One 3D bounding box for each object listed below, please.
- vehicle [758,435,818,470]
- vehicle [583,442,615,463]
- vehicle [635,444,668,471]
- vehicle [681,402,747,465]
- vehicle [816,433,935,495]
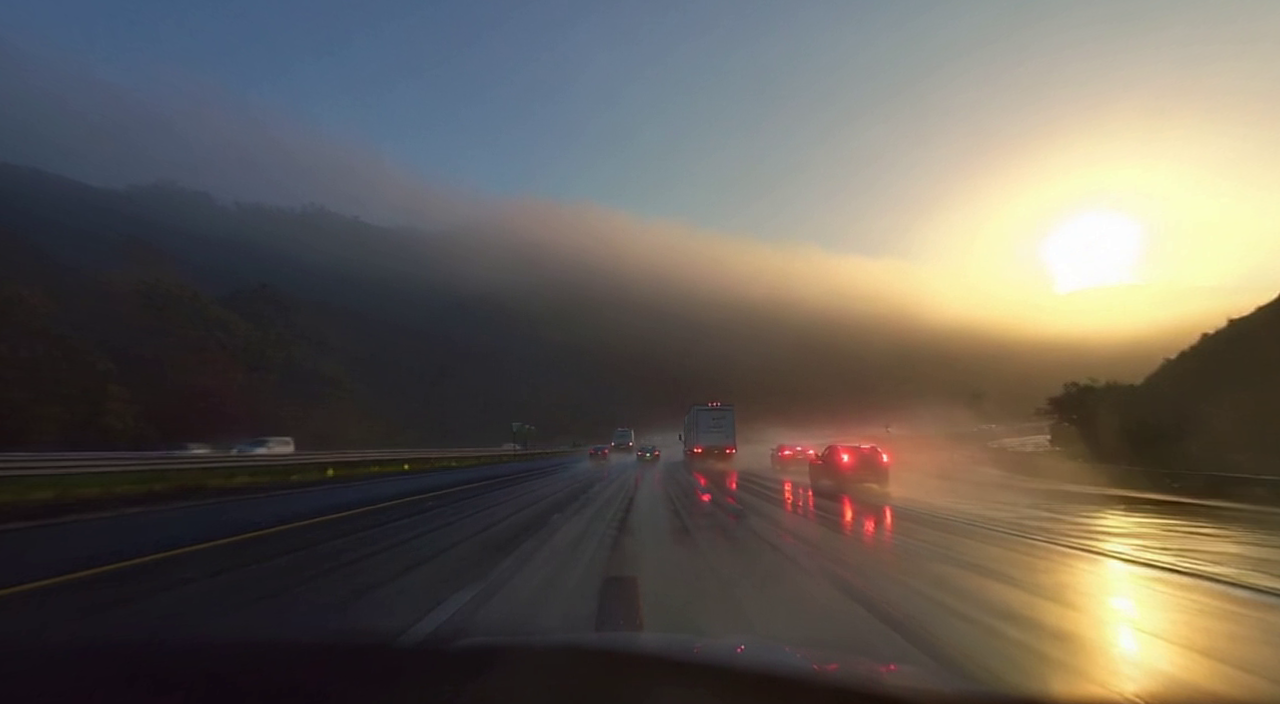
[{"bbox_3d":[8.054,5.536,34.698,2.143,1.775,4.729,0,-9,0],"label":"vehicle"},{"bbox_3d":[-3.080,7.580,47.778,2.132,1.506,4.256,0,-9,0],"label":"vehicle"},{"bbox_3d":[0.650,6.232,37.463,1.866,1.492,3.932,0,-9,0],"label":"vehicle"},{"bbox_3d":[4.643,5.536,41.848,3.130,3.607,11.129,0,-9,0],"label":"vehicle"},{"bbox_3d":[7.135,3.442,19.692,2.044,1.676,4.421,0,-9,1],"label":"vehicle"}]
